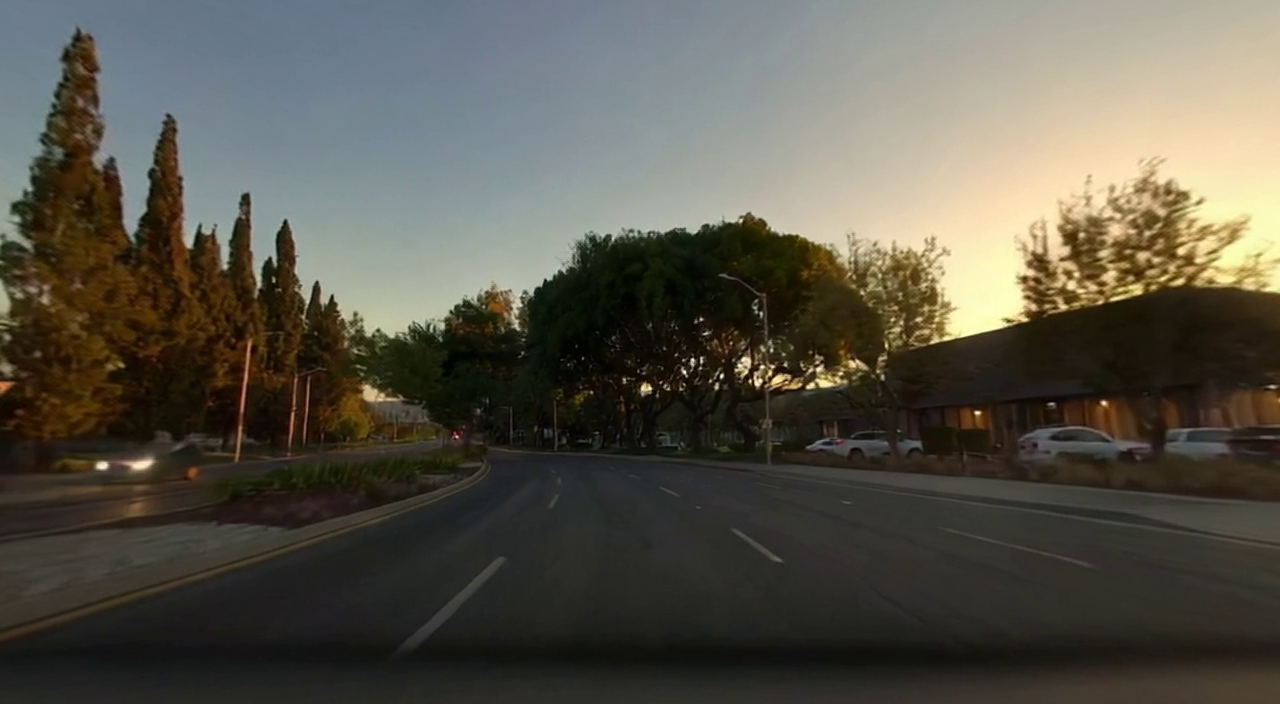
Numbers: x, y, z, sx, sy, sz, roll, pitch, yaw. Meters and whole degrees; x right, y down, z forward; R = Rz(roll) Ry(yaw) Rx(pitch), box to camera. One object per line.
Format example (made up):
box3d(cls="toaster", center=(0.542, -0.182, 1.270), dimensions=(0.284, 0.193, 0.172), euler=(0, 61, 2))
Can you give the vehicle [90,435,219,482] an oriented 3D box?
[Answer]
box3d(cls="vehicle", center=(-20.155, 4.436, 26.500), dimensions=(2.089, 1.770, 4.848), euler=(1, -9, -8))
